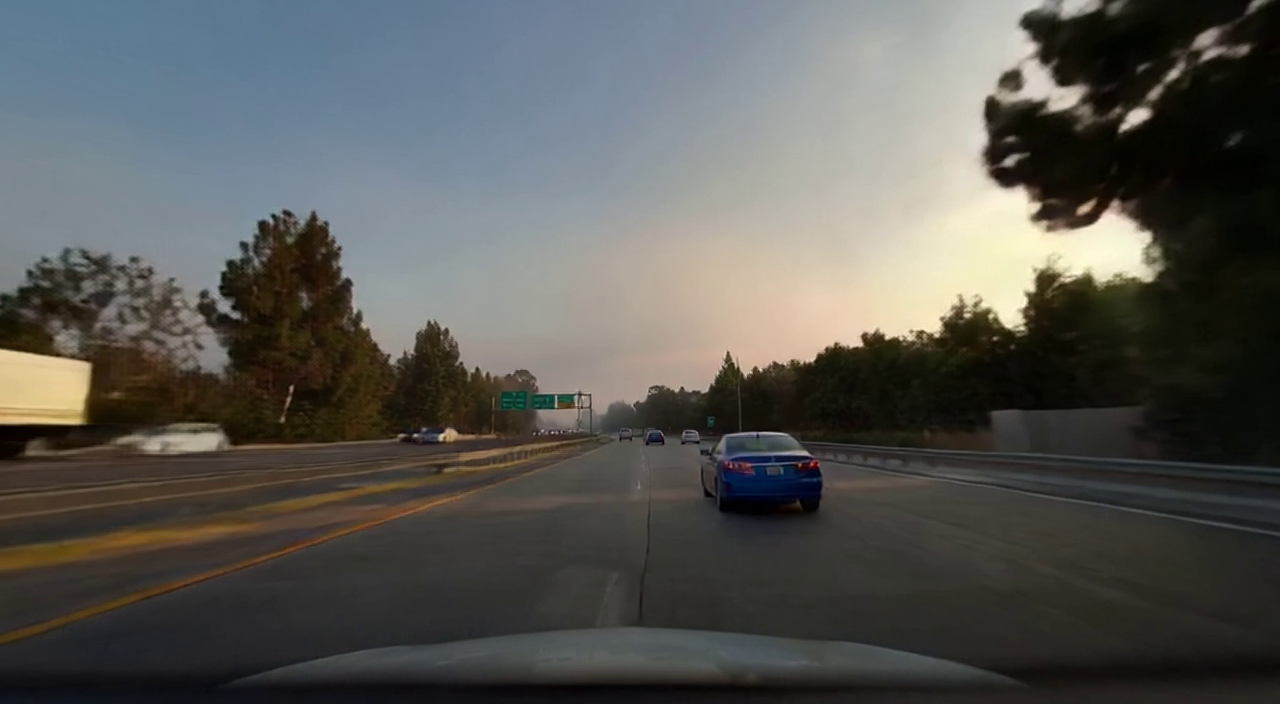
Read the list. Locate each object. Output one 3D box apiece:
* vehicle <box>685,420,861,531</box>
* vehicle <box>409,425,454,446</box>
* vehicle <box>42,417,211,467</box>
[{"bbox_3d":[1.900,1.905,10.437,1.977,1.443,4.225,0,-8,0],"label":"vehicle"},{"bbox_3d":[-16.213,6.518,49.199,2.012,1.579,4.363,0,-8,0],"label":"vehicle"},{"bbox_3d":[-16.449,2.912,20.520,1.875,1.454,4.252,0,-8,1],"label":"vehicle"}]
